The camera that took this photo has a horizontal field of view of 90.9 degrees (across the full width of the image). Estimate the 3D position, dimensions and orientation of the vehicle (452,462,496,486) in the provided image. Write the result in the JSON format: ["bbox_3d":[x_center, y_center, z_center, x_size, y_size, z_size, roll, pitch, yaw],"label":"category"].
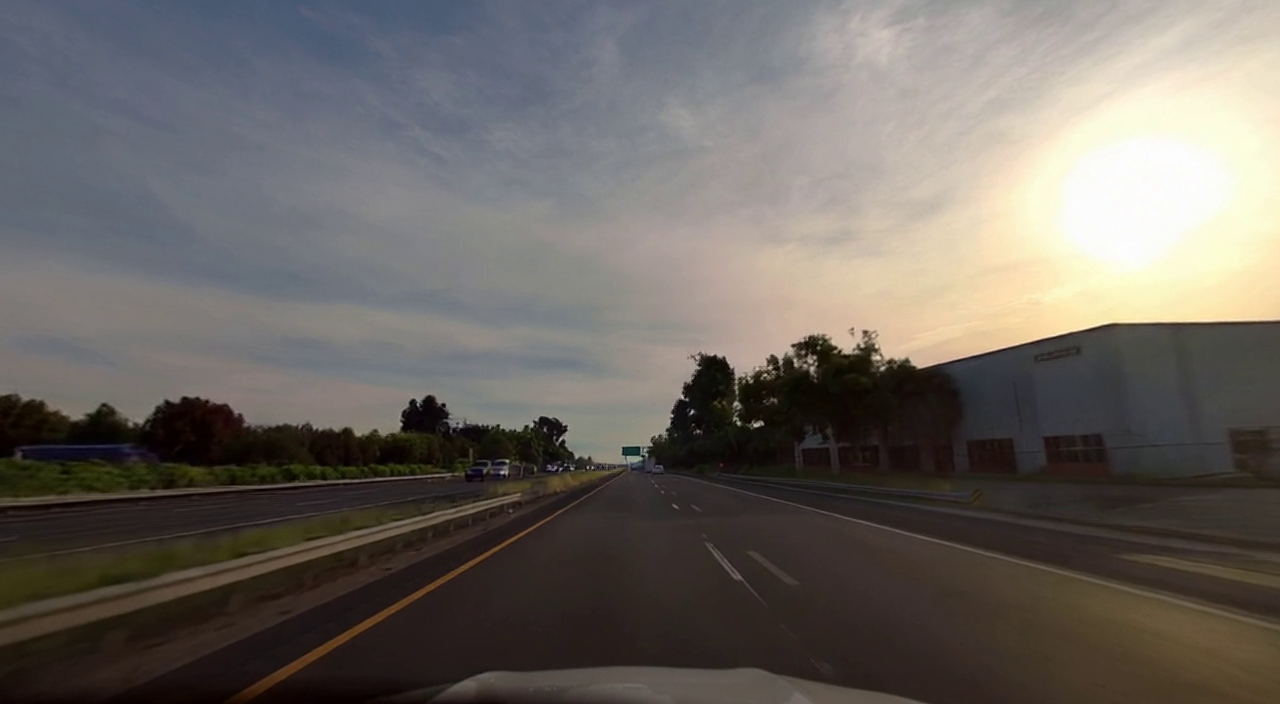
[{"bbox_3d":[-11.479,8.458,43.906,1.908,1.534,4.313,1,-10,-1],"label":"vehicle"}]
